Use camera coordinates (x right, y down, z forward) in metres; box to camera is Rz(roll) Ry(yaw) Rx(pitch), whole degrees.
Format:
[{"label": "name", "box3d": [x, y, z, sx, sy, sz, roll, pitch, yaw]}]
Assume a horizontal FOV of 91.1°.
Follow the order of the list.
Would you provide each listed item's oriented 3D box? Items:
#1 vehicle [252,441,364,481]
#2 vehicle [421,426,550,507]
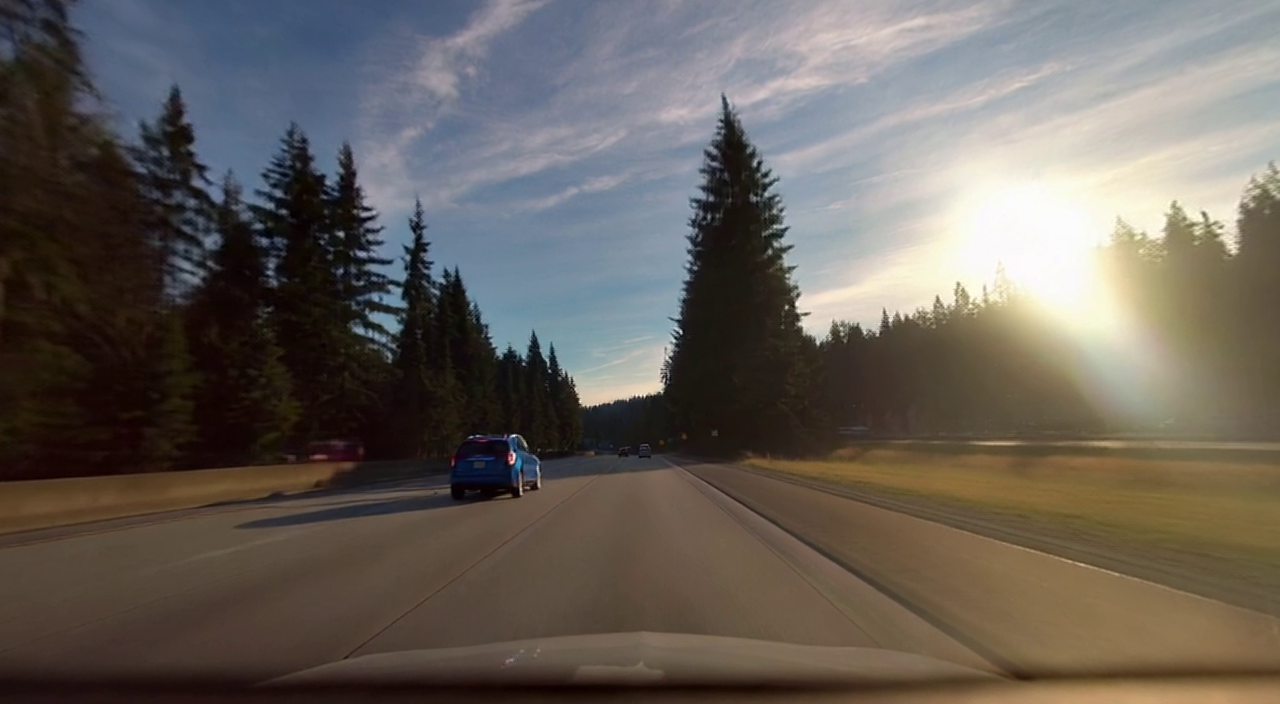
[{"label": "vehicle", "box3d": [-13.724, 4.509, 26.363, 2.115, 1.526, 4.674, 0, -8, 1]}, {"label": "vehicle", "box3d": [-3.726, 2.849, 16.123, 2.084, 1.752, 4.479, 0, -8, 1]}]
